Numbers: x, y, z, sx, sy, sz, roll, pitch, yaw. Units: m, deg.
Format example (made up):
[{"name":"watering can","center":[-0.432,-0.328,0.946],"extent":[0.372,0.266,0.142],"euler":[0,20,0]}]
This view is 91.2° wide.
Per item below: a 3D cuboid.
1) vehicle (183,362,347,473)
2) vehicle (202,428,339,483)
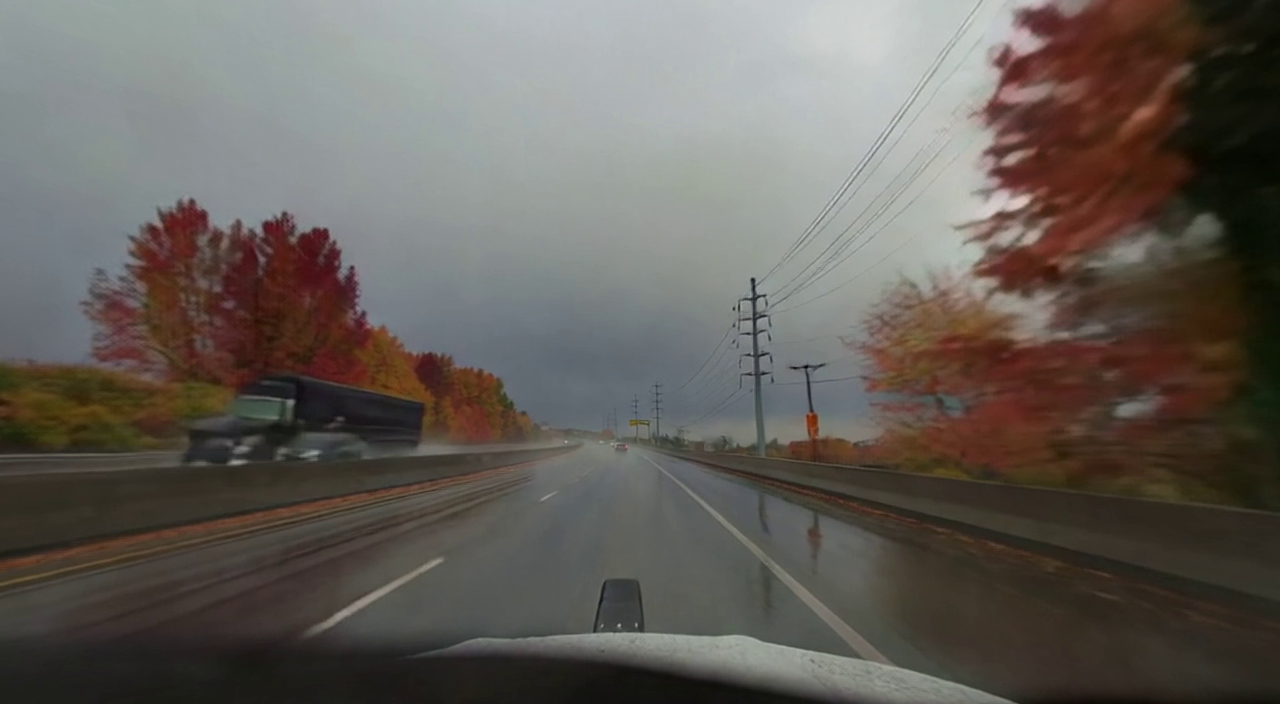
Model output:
[{"name":"vehicle","center":[-15.623,2.935,26.853],"extent":[3.034,4.160,6.120],"euler":[0,-9,0]},{"name":"vehicle","center":[-11.574,3.274,19.983],"extent":[1.979,1.563,3.902],"euler":[0,-9,0]}]
